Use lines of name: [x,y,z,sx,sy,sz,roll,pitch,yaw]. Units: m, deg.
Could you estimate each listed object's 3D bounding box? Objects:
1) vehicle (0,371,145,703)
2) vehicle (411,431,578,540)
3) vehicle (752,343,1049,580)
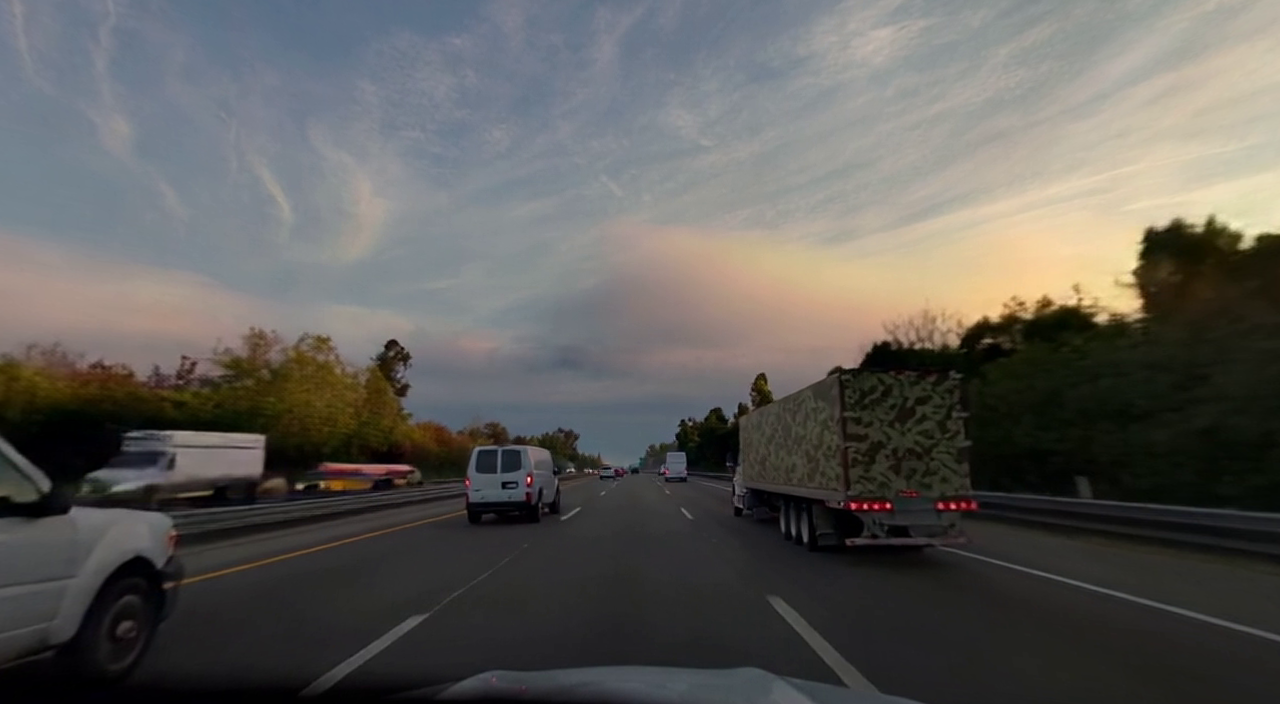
vehicle: [-3.844,0.653,1.301,2.124,1.671,4.262,1,-10,-1]
vehicle: [-2.897,2.892,14.067,2.378,1.930,5.086,0,-10,1]
vehicle: [3.762,1.839,10.678,2.703,2.988,5.097,1,-11,-1]
